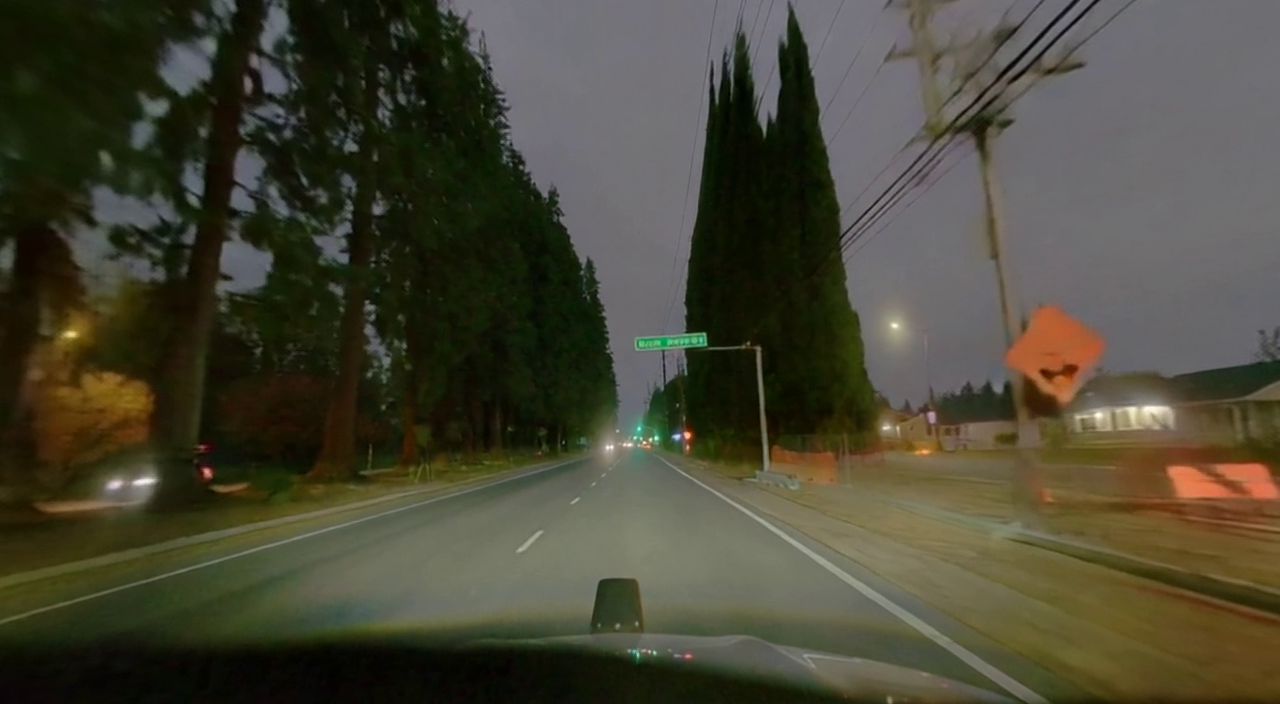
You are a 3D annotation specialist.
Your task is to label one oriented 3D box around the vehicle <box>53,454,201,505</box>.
[{"bbox_3d":[-20.212,4.994,25.210,2.076,1.663,4.545,-3,-9,0],"label":"vehicle"}]
